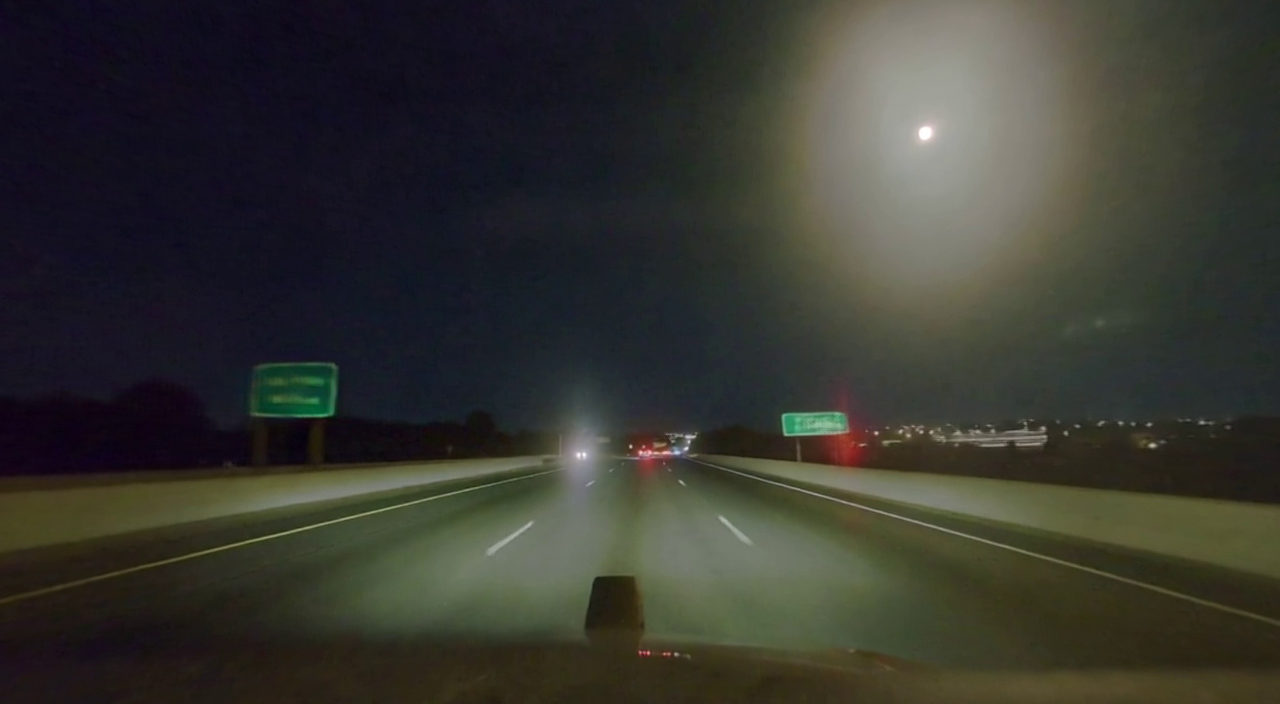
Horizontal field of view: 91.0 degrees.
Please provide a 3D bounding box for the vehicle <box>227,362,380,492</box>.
[{"bbox_3d":[-11.064,2.551,21.178,2.818,3.939,3.780,0,-9,1],"label":"vehicle"}]
